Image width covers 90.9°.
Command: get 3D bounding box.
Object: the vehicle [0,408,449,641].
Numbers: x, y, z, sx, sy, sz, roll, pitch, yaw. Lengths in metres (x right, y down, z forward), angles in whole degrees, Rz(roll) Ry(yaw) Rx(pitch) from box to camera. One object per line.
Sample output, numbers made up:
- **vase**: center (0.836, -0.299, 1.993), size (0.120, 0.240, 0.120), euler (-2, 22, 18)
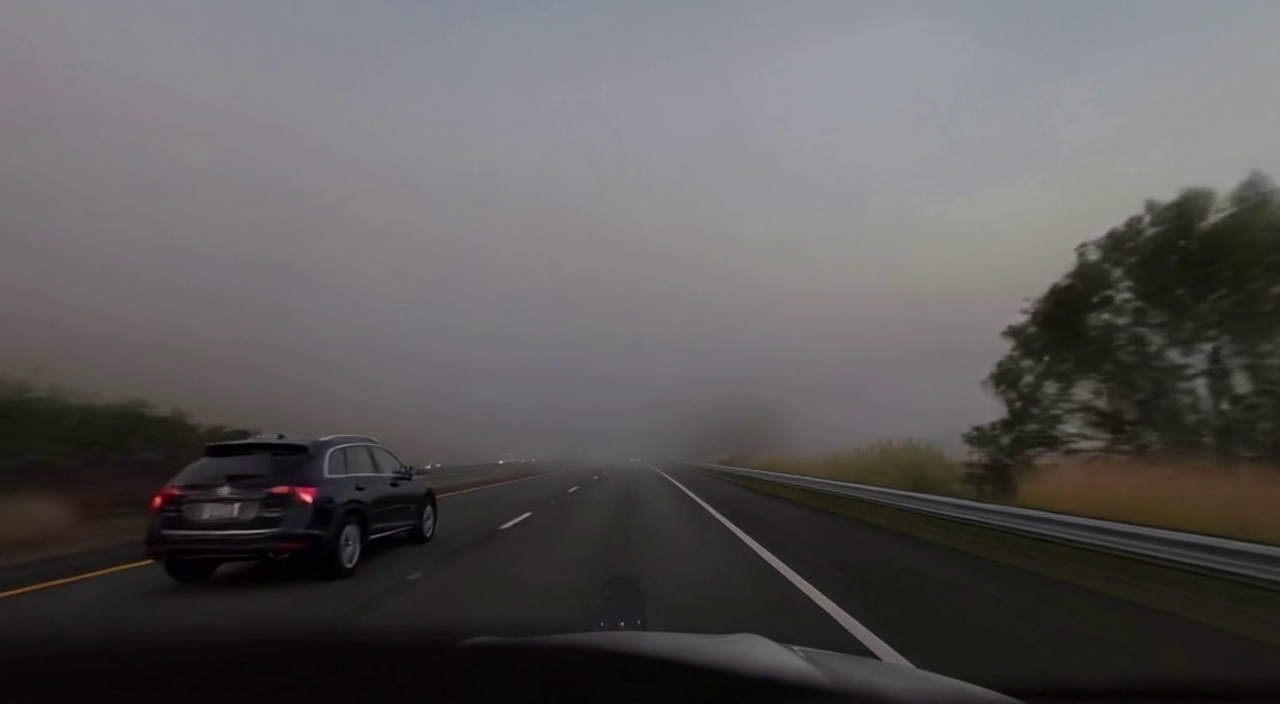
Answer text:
- **vehicle**: center (-3.908, 1.603, 6.937), size (2.135, 1.686, 4.517), euler (0, -9, 1)
